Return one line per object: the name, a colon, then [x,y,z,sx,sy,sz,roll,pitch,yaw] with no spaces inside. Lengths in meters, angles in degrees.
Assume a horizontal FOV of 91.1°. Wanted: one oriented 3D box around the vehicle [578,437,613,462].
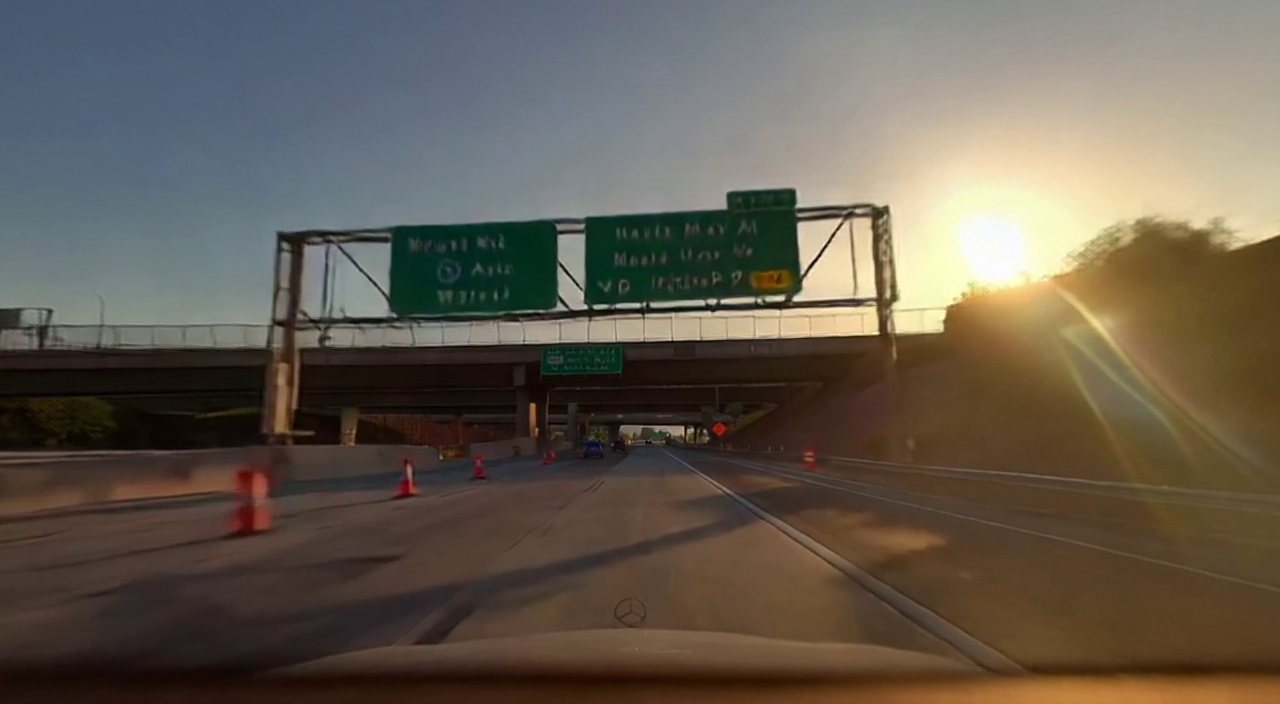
vehicle: [-3.042,6.779,43.667,2.078,1.629,4.059,0,-8,1]
